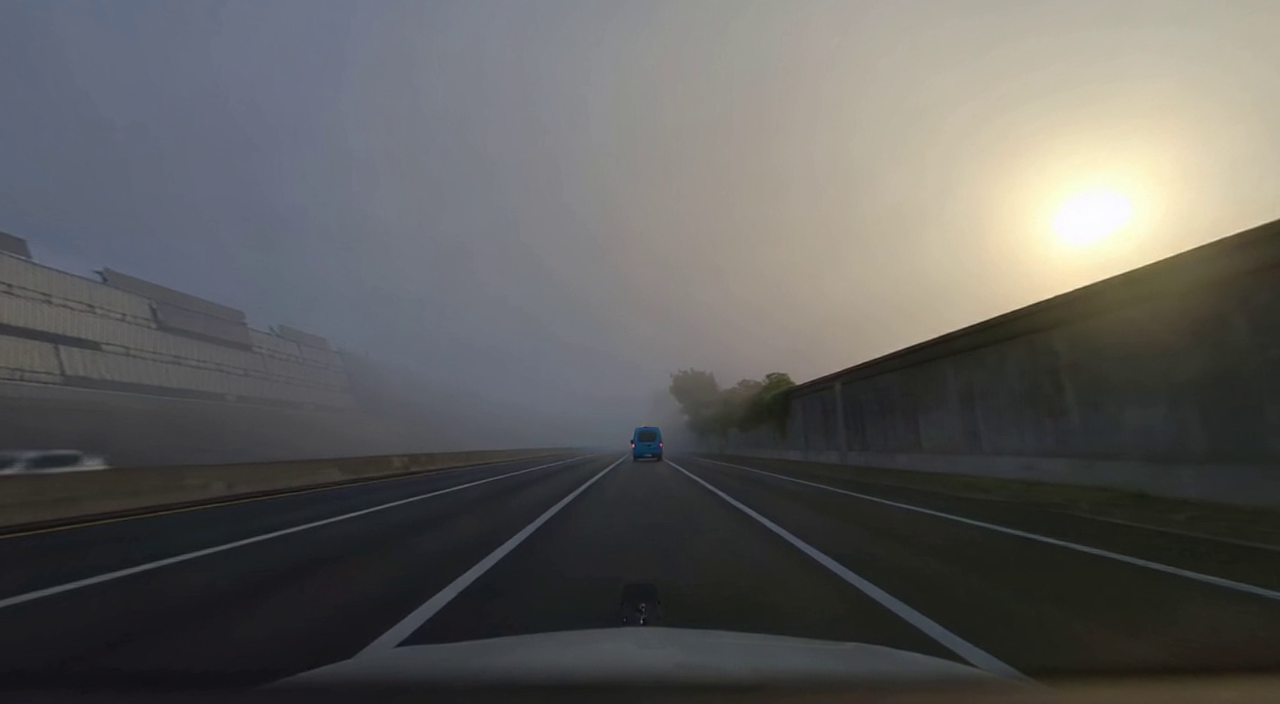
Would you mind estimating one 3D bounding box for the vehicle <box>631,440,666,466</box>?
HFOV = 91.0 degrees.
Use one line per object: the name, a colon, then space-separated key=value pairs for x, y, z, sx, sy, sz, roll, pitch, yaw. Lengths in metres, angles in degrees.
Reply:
vehicle: x=0.485 y=6.017 z=37.566 sx=1.997 sy=1.484 sz=3.409 roll=0 pitch=-8 yaw=0
